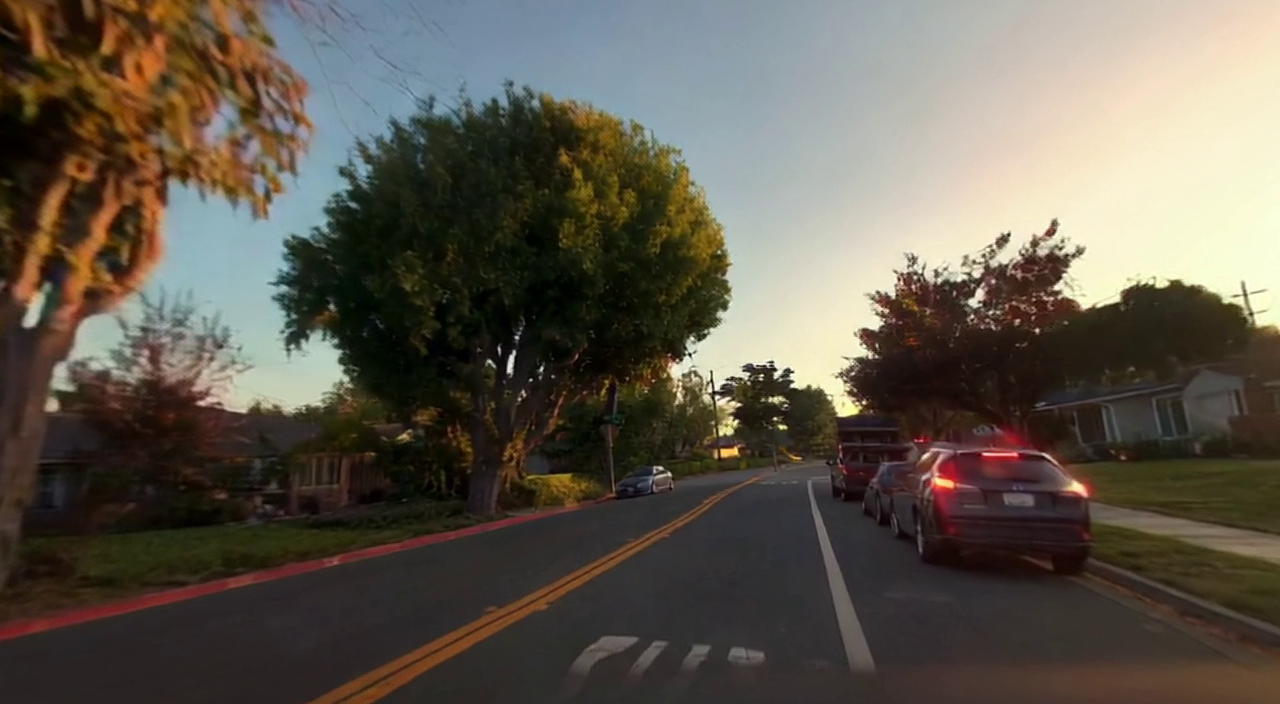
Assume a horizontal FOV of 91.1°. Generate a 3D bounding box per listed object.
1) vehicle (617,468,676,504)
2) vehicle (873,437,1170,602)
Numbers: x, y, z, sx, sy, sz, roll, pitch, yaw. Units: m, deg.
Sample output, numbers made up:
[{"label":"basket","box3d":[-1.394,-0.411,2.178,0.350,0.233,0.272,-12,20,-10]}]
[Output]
[{"label":"vehicle","box3d":[0.421,6.859,32.301,2.033,1.456,4.370,-6,-10,12]},{"label":"vehicle","box3d":[4.795,2.080,8.831,2.242,1.661,4.273,-2,-9,13]}]
